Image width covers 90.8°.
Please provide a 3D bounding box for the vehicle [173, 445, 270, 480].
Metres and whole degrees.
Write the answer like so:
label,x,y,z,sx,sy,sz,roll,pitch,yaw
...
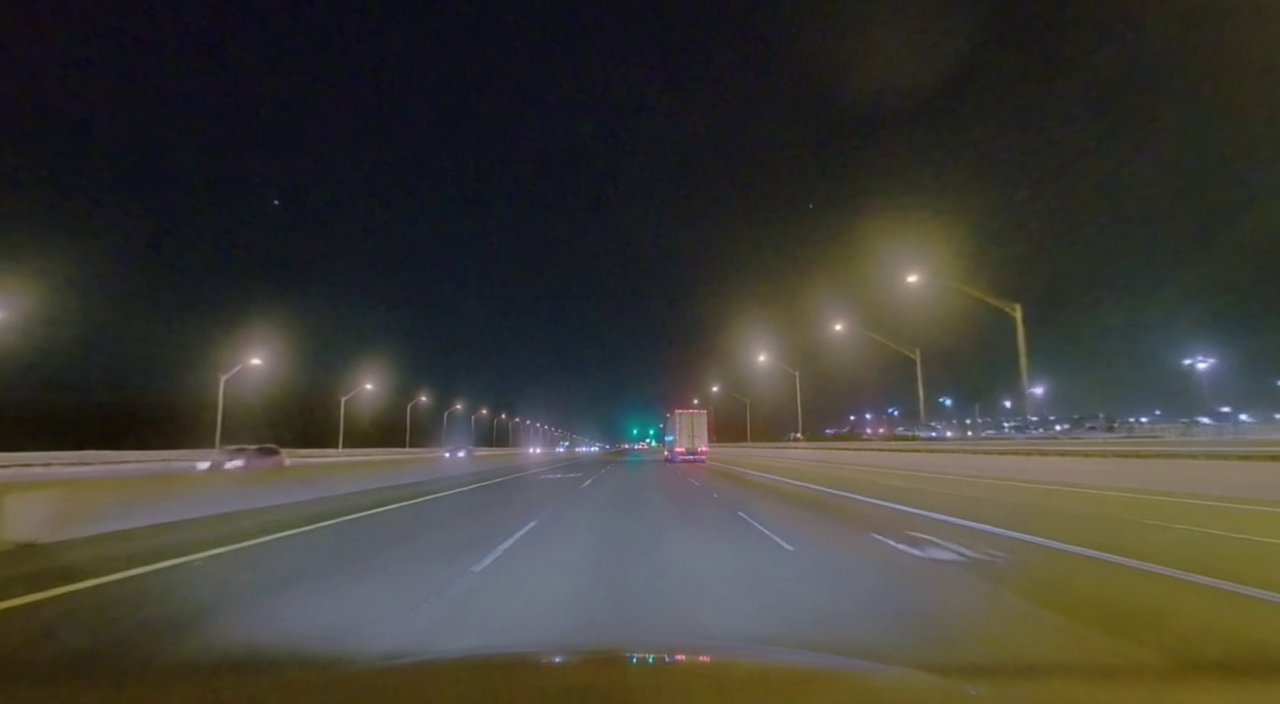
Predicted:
label,x,y,z,sx,sy,sz,roll,pitch,yaw
vehicle,-19.088,5.036,29.053,1.809,1.498,3.871,0,-9,0
